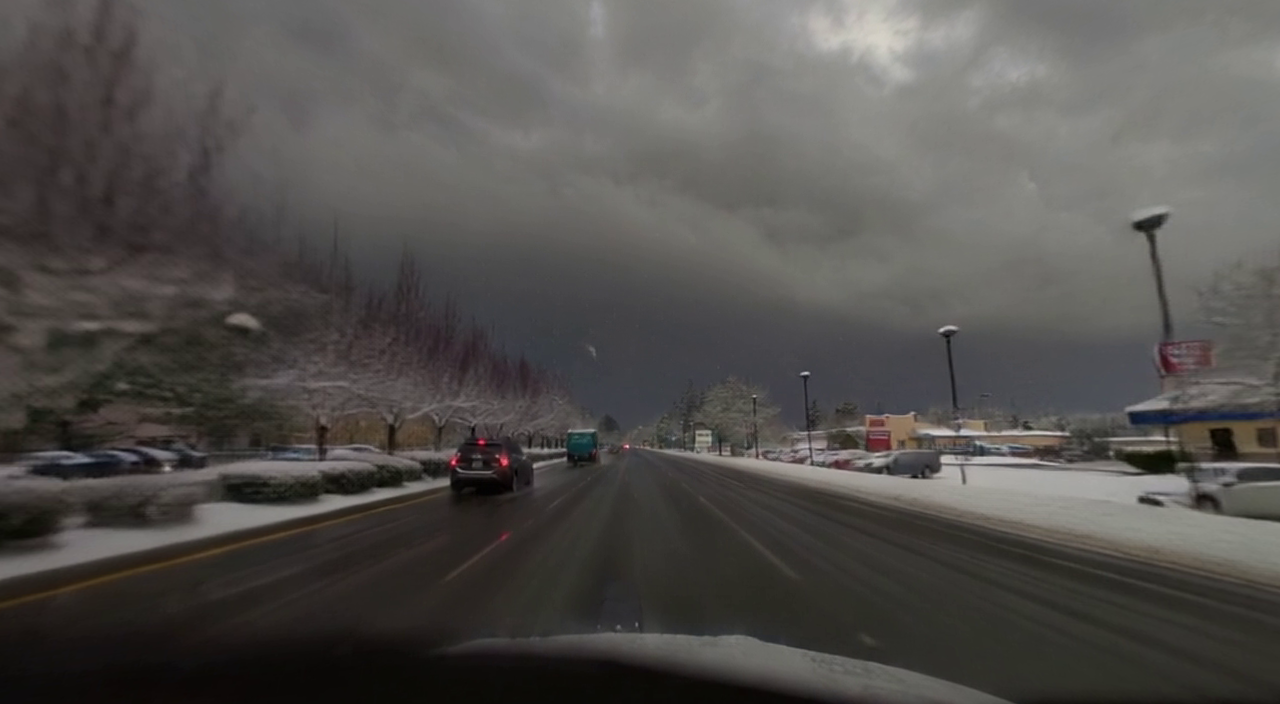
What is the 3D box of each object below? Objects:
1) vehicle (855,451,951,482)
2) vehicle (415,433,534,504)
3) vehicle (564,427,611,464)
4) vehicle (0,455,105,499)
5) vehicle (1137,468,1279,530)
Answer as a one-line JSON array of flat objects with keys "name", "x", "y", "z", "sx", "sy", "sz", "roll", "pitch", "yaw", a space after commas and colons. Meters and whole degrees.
[{"name": "vehicle", "x": 16.591, "y": 7.220, "z": 39.879, "sx": 5.041, "sy": 1.803, "sz": 2.182, "roll": -1, "pitch": -9, "yaw": 1}, {"name": "vehicle", "x": -4.333, "y": 3.125, "z": 17.309, "sx": 2.109, "sy": 1.672, "sz": 4.256, "roll": 0, "pitch": -9, "yaw": 0}, {"name": "vehicle", "x": -3.753, "y": 6.970, "z": 46.764, "sx": 2.917, "sy": 2.524, "sz": 6.990, "roll": 0, "pitch": -9, "yaw": 0}, {"name": "vehicle", "x": -22.945, "y": 4.613, "z": 23.473, "sx": 1.885, "sy": 1.428, "sz": 4.638, "roll": 0, "pitch": -9, "yaw": -1}, {"name": "vehicle", "x": 16.581, "y": 3.887, "z": 16.838, "sx": 4.723, "sy": 1.466, "sz": 2.085, "roll": 0, "pitch": -9, "yaw": 0}]
